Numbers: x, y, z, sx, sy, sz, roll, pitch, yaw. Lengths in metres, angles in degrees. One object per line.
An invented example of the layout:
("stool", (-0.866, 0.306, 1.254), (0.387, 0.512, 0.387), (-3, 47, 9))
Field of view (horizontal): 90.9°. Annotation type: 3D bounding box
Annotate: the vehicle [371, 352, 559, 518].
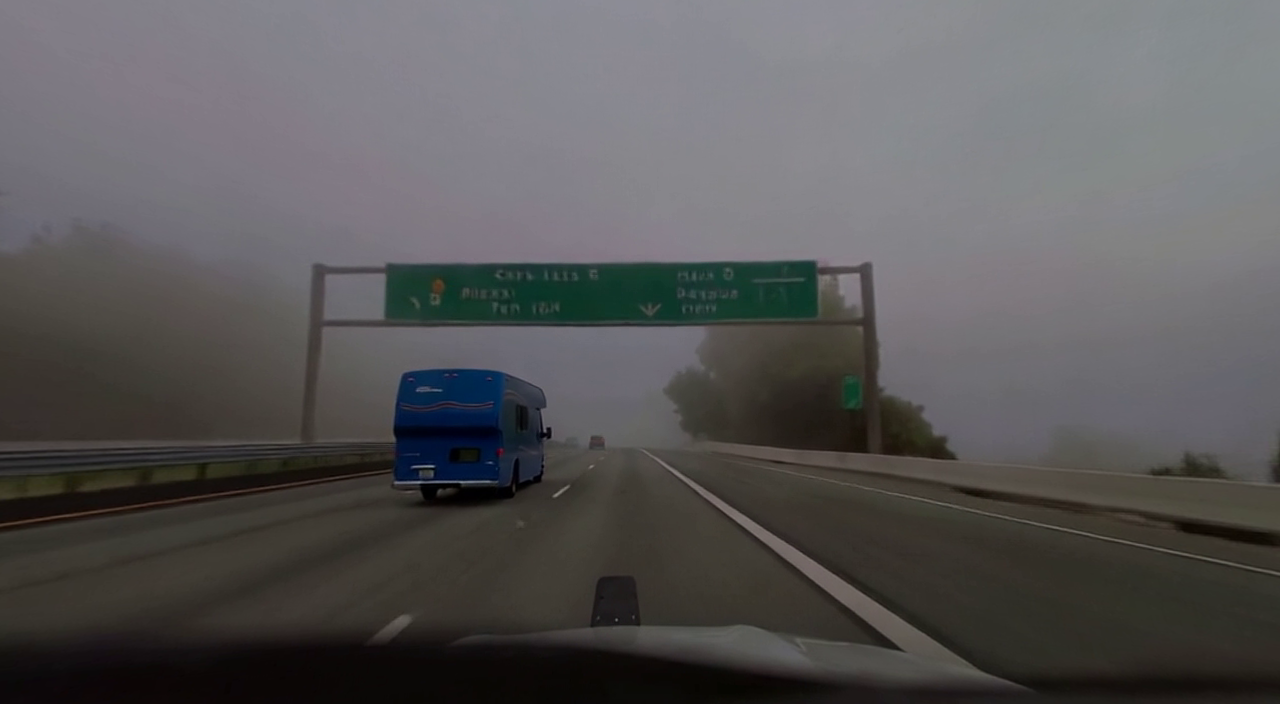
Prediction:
("vehicle", (-3.949, 2.105, 16.258), (2.676, 3.269, 7.388), (-1, -7, 0))
